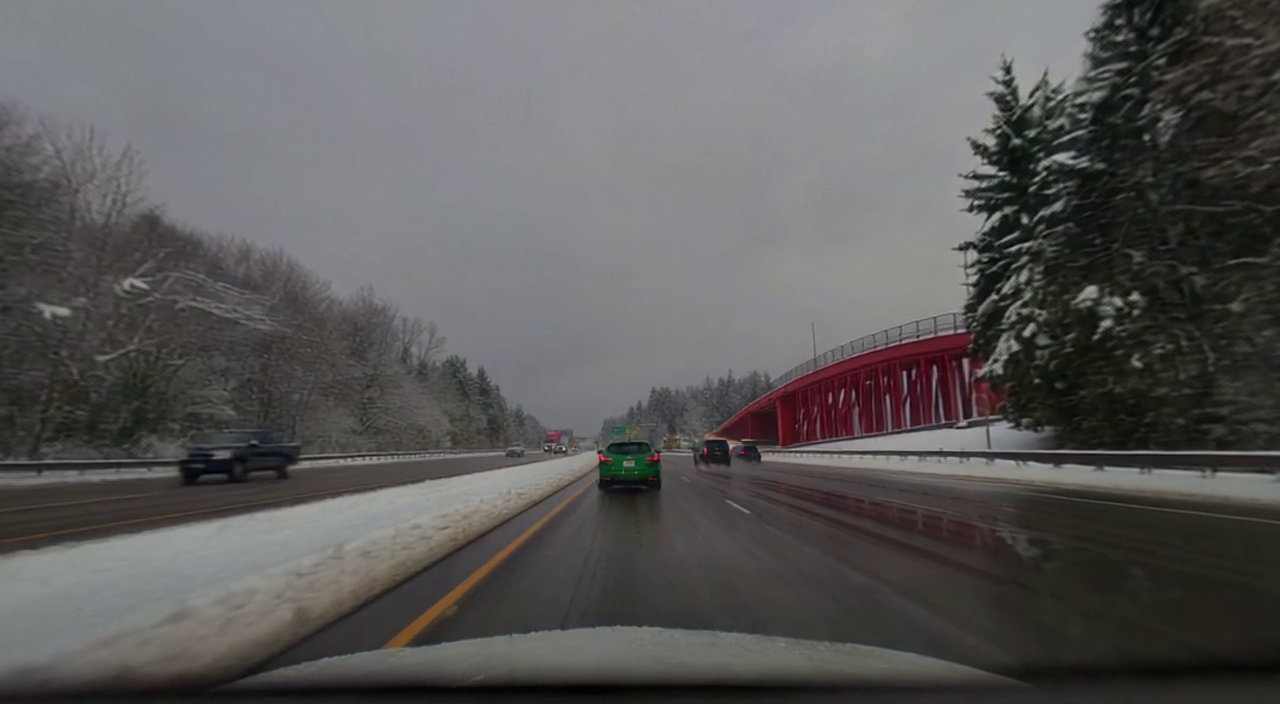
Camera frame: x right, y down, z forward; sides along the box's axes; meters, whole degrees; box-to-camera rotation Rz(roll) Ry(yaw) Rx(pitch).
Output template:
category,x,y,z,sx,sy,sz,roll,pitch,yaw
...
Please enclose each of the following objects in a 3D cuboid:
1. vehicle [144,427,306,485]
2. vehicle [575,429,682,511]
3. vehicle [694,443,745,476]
category,x,y,z,sx,sy,sz,roll,pitch,yaw
vehicle,-13.142,3.347,20.308,2.058,1.624,4.697,0,-9,0
vehicle,-0.260,2.802,15.323,2.259,1.699,4.015,0,-9,0
vehicle,3.913,5.334,31.296,1.894,1.487,3.751,0,-9,-2
